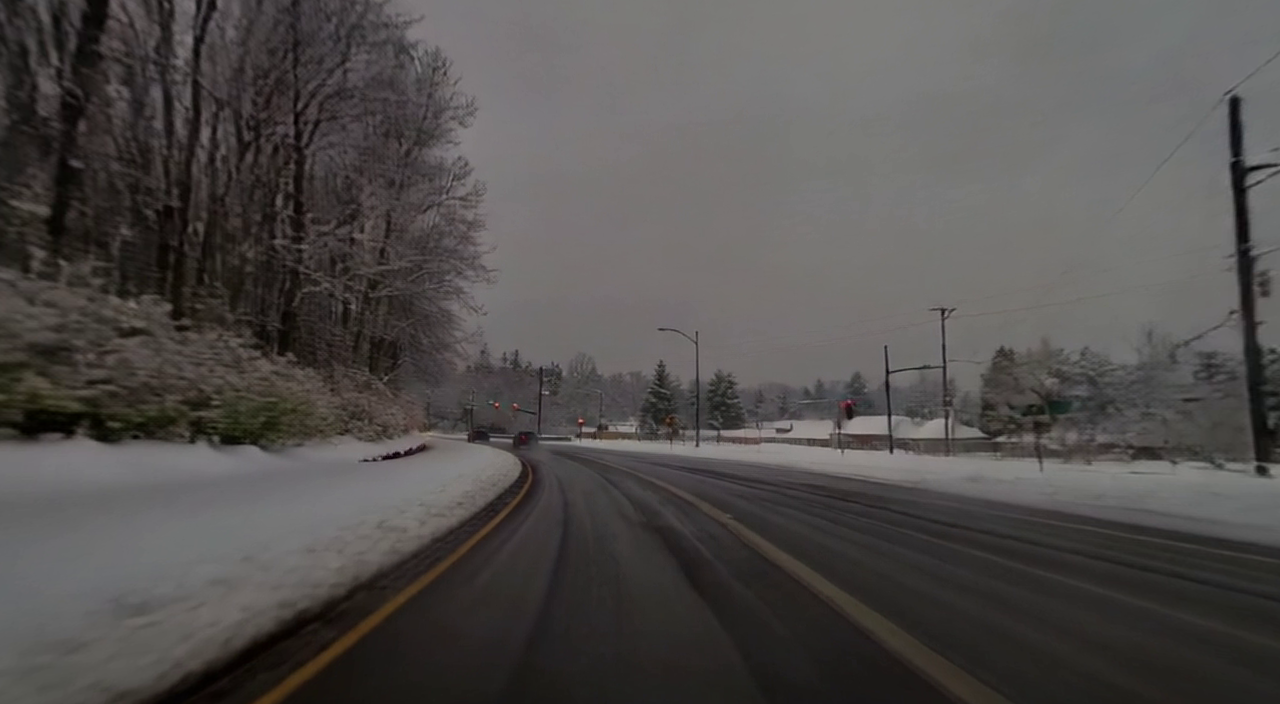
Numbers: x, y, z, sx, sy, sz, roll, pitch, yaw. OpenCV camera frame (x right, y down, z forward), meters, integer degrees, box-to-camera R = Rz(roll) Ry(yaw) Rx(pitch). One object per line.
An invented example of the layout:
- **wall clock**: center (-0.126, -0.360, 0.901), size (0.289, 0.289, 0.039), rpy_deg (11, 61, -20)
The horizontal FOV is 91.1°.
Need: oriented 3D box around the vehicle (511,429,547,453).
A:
- **vehicle**: center (-8.255, 6.577, 46.317), size (1.947, 1.729, 4.051), rpy_deg (3, -9, -19)
